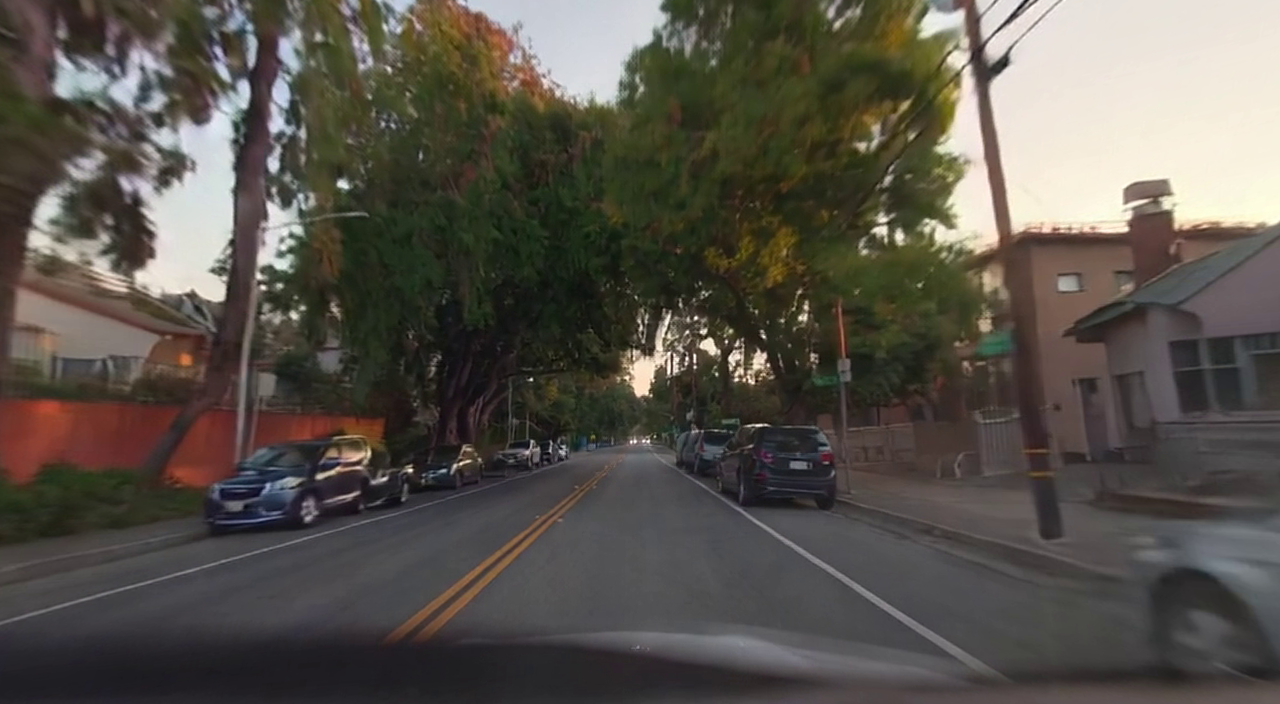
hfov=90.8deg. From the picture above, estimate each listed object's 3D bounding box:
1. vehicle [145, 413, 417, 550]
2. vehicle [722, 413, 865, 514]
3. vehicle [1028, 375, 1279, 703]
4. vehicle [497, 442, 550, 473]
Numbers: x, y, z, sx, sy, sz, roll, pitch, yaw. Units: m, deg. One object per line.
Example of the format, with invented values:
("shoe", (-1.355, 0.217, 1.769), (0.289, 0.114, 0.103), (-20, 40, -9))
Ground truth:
("vehicle", (-6.581, 2.369, 12.595), (2.451, 2.099, 5.112), (-1, -7, 0))
("vehicle", (3.367, 2.593, 15.190), (2.065, 1.953, 5.359), (0, -8, 0))
("vehicle", (3.471, 0.724, 1.355), (2.158, 1.560, 4.865), (0, -8, 0))
("vehicle", (-6.687, 6.093, 36.841), (2.084, 1.573, 4.599), (-2, -7, 2))
